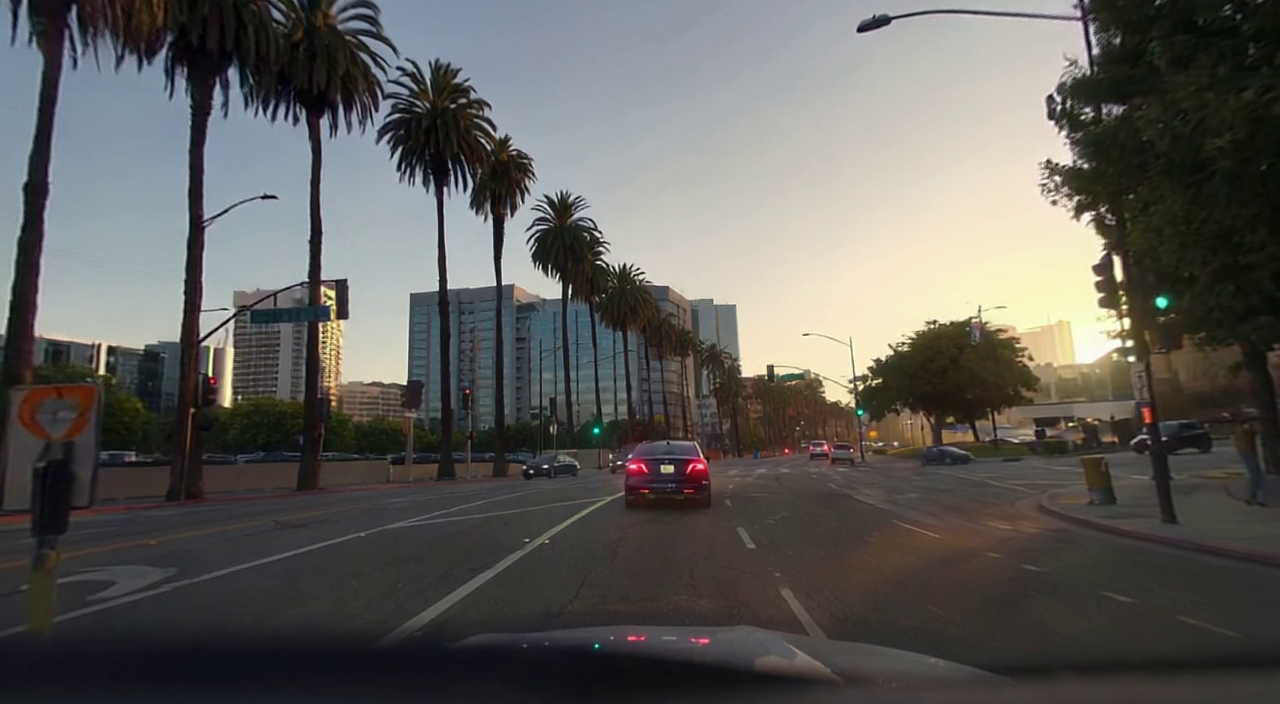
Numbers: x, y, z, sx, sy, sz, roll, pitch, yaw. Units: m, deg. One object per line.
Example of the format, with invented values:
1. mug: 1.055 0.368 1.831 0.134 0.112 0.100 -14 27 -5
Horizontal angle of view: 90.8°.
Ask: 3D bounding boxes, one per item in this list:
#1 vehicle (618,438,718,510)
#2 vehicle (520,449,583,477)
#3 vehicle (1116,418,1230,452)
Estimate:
1. vehicle: 0.820 2.895 15.420 2.096 1.492 4.071 -1 -9 7
2. vehicle: -4.999 6.381 36.483 2.012 1.467 4.592 -2 -9 13
3. vehicle: 30.458 4.777 36.161 5.049 1.861 2.081 1 -9 -10
